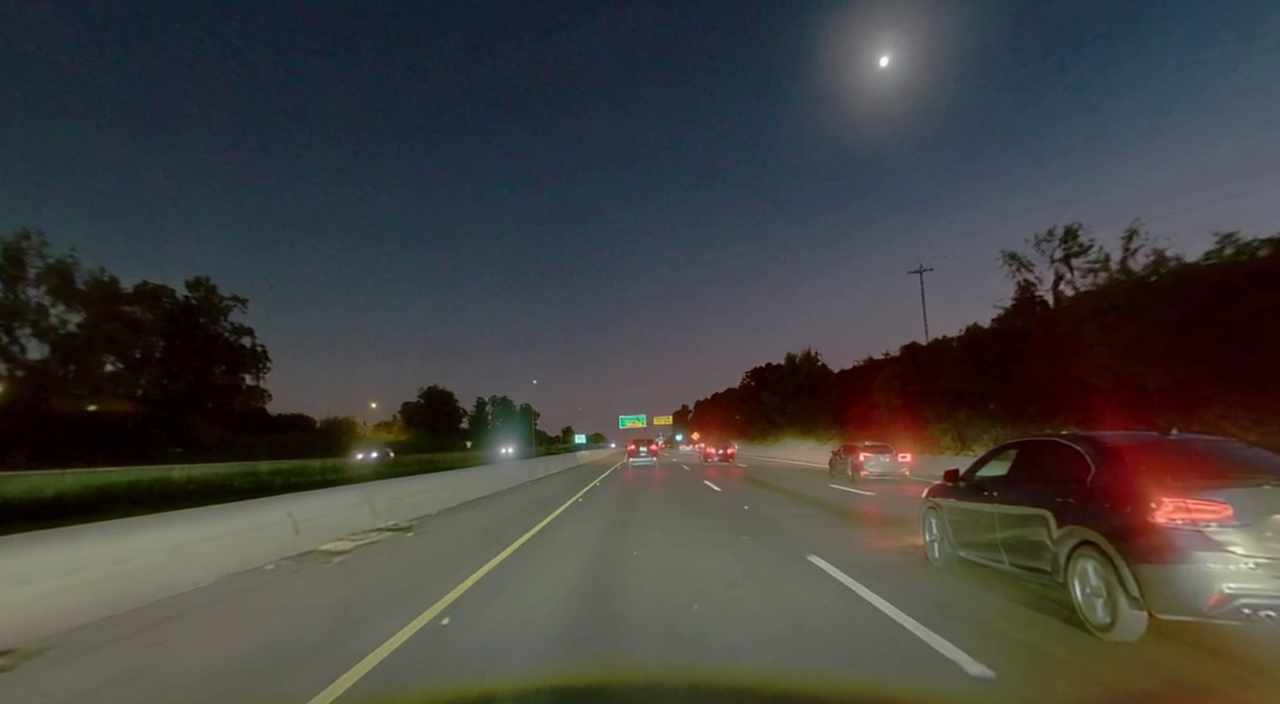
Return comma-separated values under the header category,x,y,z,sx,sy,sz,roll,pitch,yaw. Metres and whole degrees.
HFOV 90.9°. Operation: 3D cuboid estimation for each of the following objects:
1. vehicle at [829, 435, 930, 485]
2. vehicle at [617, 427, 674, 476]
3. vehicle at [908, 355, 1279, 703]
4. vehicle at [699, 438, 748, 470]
category,x,y,z,sx,sy,sz,roll,pitch,yaw
vehicle,8.067,3.668,21.700,1.810,1.516,4.183,0,-8,0
vehicle,0.185,4.147,26.414,2.189,1.852,4.038,0,-8,0
vehicle,3.714,1.061,4.127,2.003,1.661,4.418,-1,-8,1
vehicle,4.146,5.119,31.819,1.825,1.487,4.034,0,-8,-1
